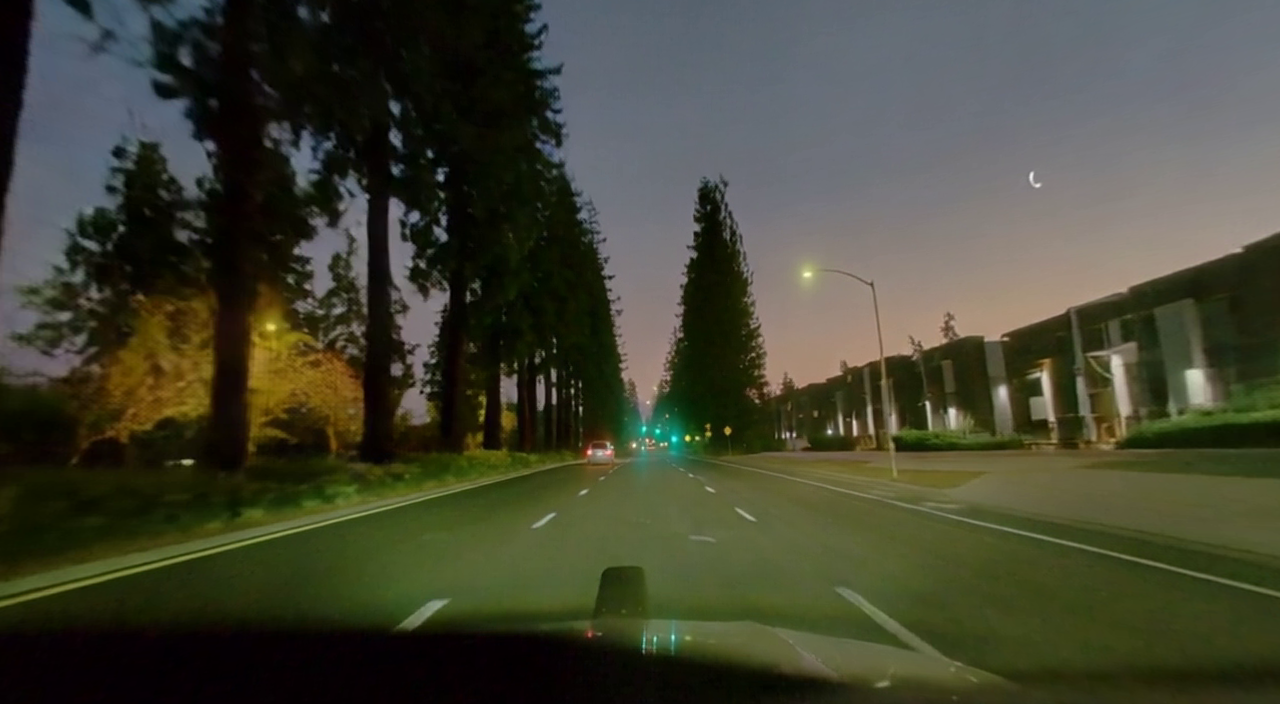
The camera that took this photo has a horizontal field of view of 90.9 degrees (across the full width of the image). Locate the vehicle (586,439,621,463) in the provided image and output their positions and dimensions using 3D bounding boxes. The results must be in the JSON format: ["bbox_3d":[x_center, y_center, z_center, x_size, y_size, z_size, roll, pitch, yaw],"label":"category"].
[{"bbox_3d":[-2.720,7.519,47.990,2.283,1.716,4.395,0,-8,1],"label":"vehicle"}]
